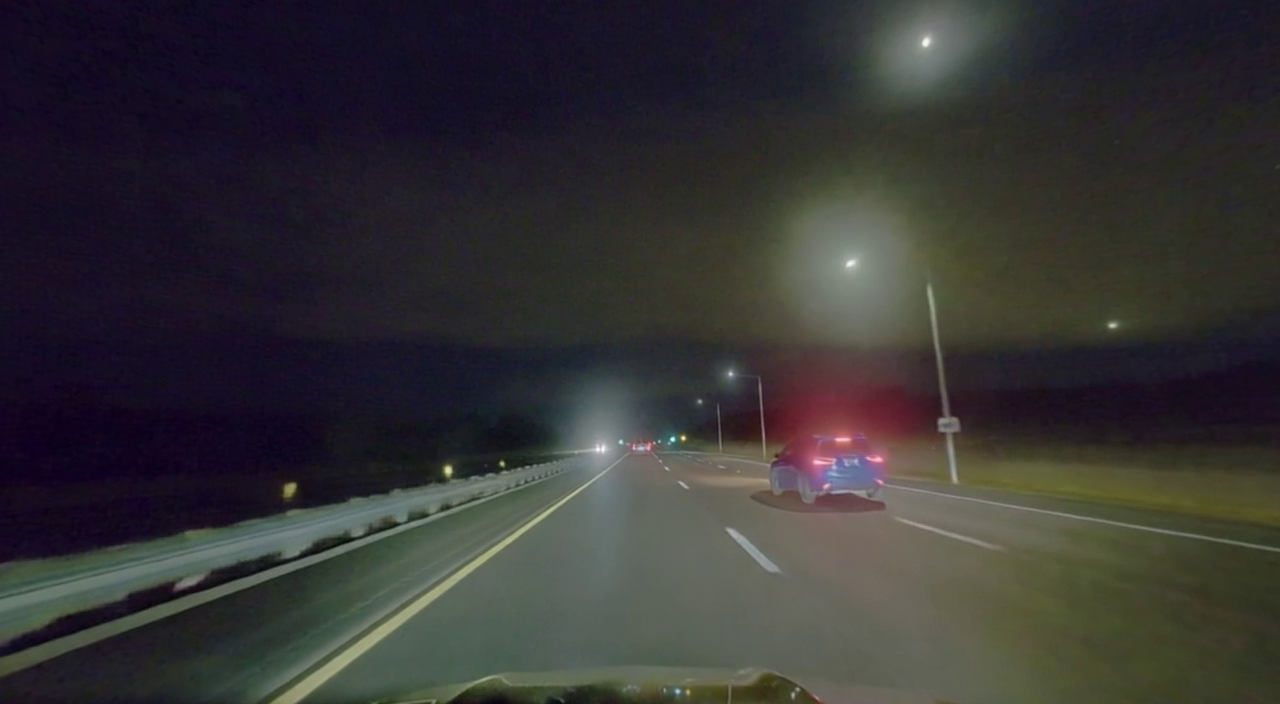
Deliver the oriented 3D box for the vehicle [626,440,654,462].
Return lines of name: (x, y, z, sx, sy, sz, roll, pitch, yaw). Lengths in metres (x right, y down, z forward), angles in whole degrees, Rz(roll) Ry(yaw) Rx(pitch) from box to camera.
vehicle: (-0.001, 7.451, 47.589, 2.009, 1.554, 4.013, 0, -8, 1)

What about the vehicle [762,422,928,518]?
vehicle: (3.895, 2.308, 12.789, 2.037, 1.609, 4.036, 0, -8, 1)
